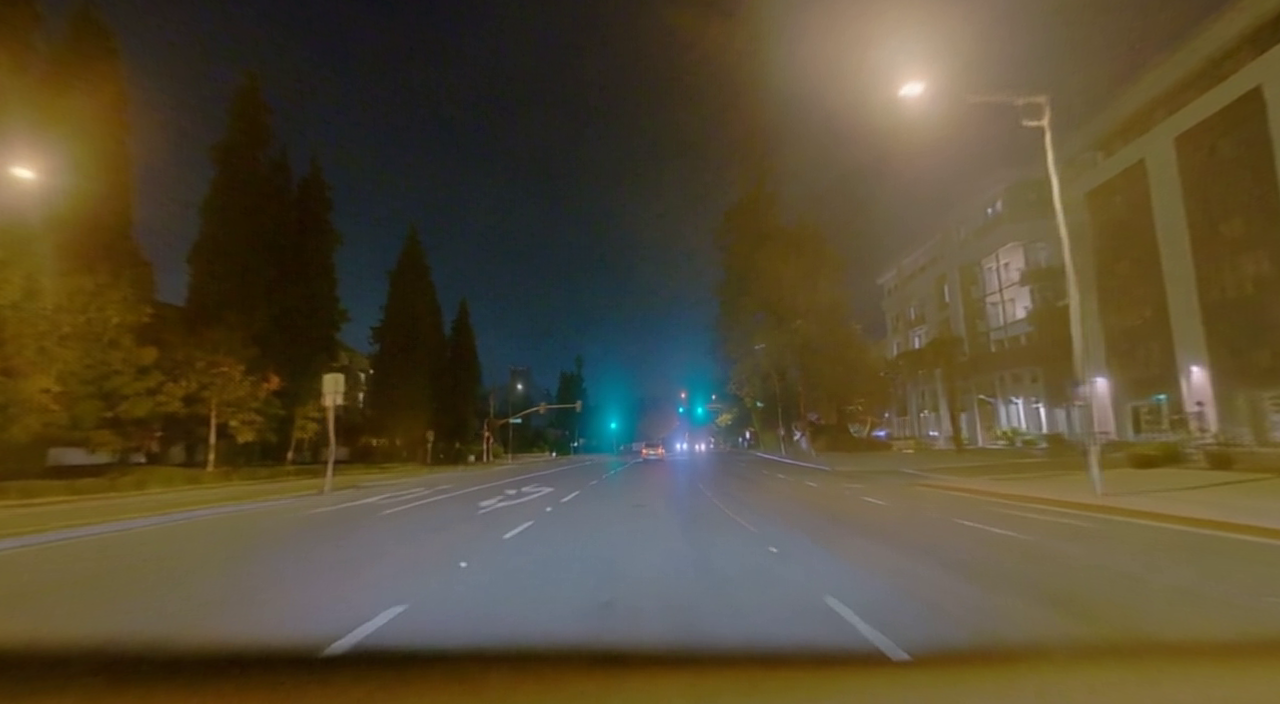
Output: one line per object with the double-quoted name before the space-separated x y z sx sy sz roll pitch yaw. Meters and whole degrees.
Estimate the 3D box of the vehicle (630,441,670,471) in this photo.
"vehicle" 0.607 5.861 35.676 2.037 1.568 3.693 -1 -9 4
